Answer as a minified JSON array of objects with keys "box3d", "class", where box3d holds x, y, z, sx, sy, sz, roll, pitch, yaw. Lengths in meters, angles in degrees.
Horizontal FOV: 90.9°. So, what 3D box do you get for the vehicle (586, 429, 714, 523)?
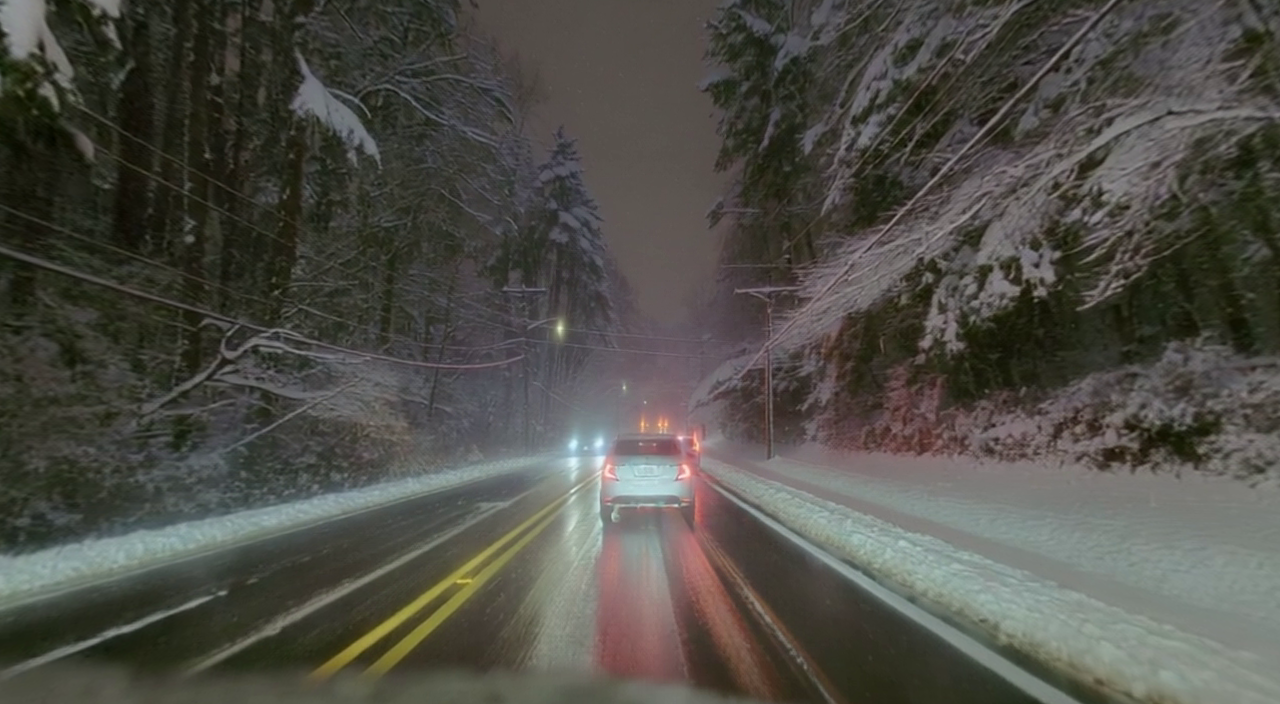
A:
[{"box3d":[0.146,2.294,12.137,2.081,1.503,3.726,0,-8,0],"class":"vehicle"}]
